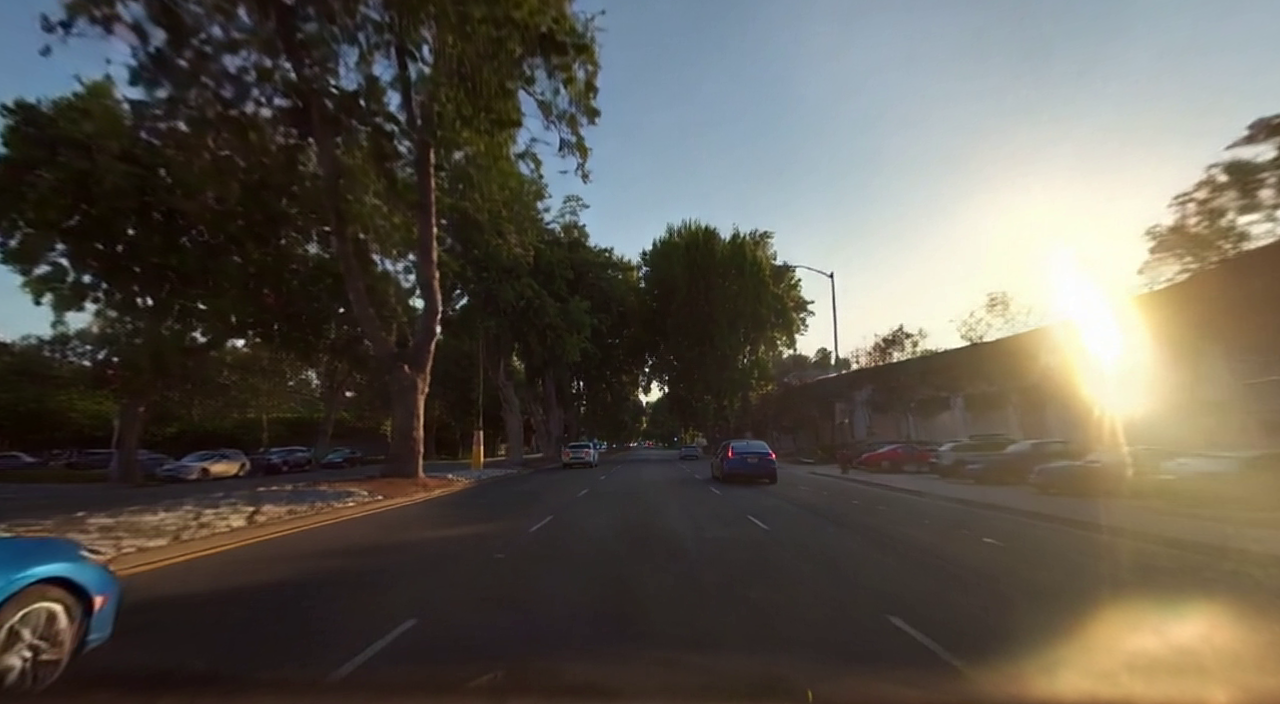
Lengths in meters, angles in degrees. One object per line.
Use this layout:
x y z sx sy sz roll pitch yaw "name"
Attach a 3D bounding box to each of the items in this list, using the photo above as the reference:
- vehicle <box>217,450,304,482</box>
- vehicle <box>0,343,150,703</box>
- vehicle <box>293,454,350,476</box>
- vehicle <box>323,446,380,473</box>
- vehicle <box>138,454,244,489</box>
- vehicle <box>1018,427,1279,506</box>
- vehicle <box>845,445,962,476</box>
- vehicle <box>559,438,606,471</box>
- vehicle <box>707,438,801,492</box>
-21.678 6.493 36.244 2.029 1.636 4.549 -1 -8 2 "vehicle"
-3.627 0.588 0.872 2.023 1.720 4.741 0 -8 1 "vehicle"
-21.675 7.696 42.992 1.838 1.351 3.904 0 -8 0 "vehicle"
-21.926 8.164 48.129 2.203 1.857 4.581 0 -8 -1 "vehicle"
-21.665 5.753 30.639 1.799 1.465 4.390 -1 -8 2 "vehicle"
13.413 2.985 16.815 5.342 1.867 2.147 0 -8 -7 "vehicle"
12.686 5.231 30.574 4.757 1.327 2.062 0 -7 -2 "vehicle"
-3.027 5.481 33.888 2.113 1.626 4.129 0 -8 0 "vehicle"
3.431 3.490 19.841 2.083 1.474 4.360 0 -8 -1 "vehicle"
